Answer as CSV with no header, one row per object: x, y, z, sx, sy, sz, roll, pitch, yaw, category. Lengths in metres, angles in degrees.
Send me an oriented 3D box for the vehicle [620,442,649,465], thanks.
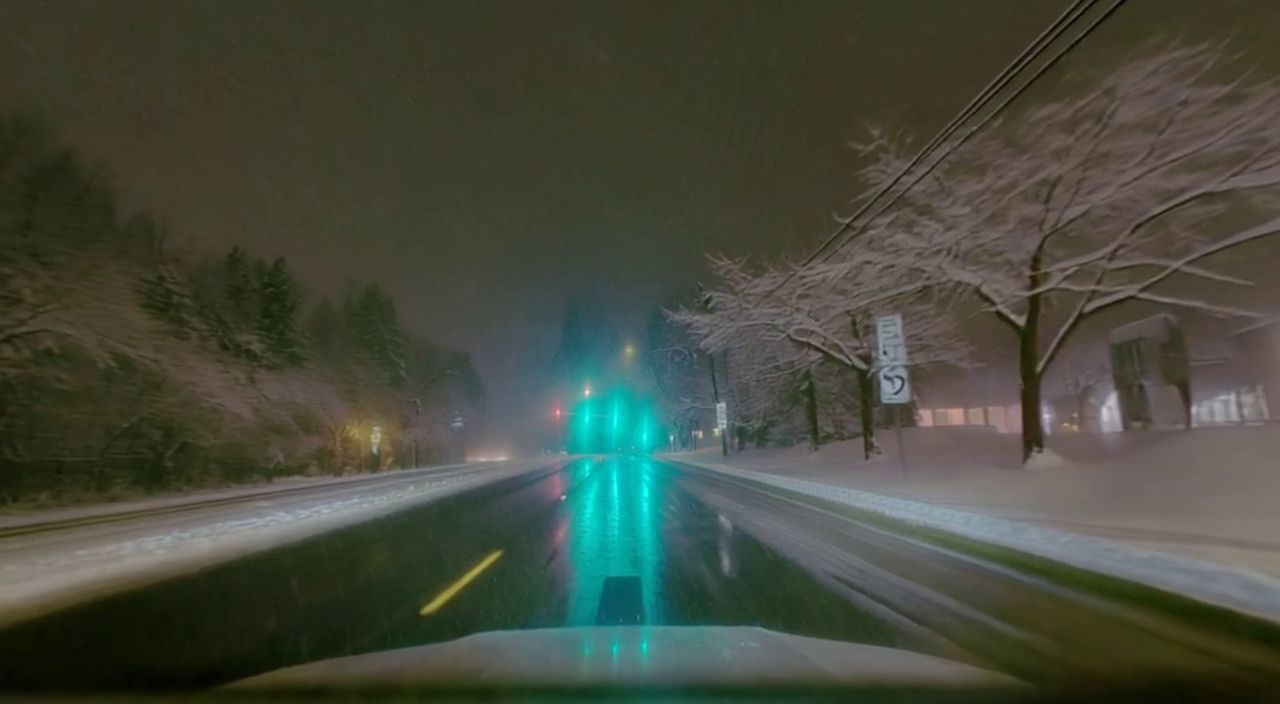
-0.459,7.473,46.769,2.045,1.613,4.210,0,-8,-1,vehicle
